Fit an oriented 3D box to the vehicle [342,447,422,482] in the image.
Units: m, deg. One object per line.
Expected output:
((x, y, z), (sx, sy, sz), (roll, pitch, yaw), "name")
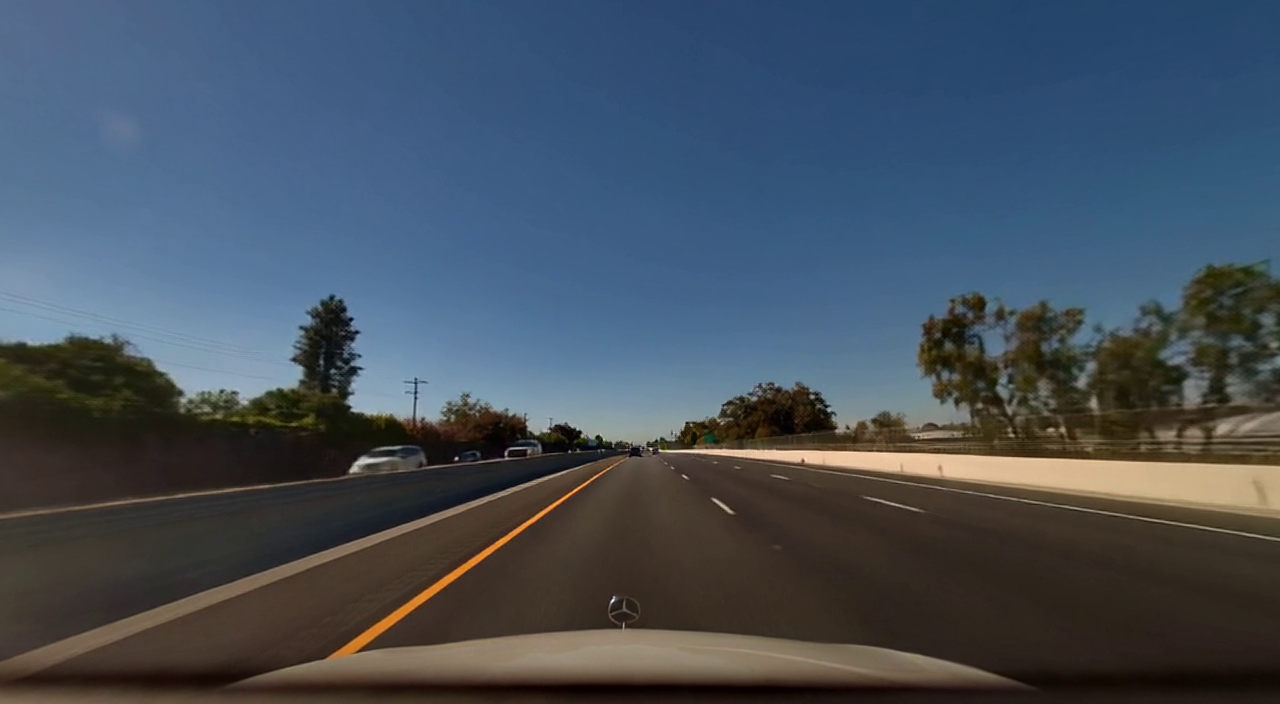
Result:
((-14.379, 6.270, 35.578), (2.340, 1.786, 5.003), (0, -8, 1), "vehicle")
